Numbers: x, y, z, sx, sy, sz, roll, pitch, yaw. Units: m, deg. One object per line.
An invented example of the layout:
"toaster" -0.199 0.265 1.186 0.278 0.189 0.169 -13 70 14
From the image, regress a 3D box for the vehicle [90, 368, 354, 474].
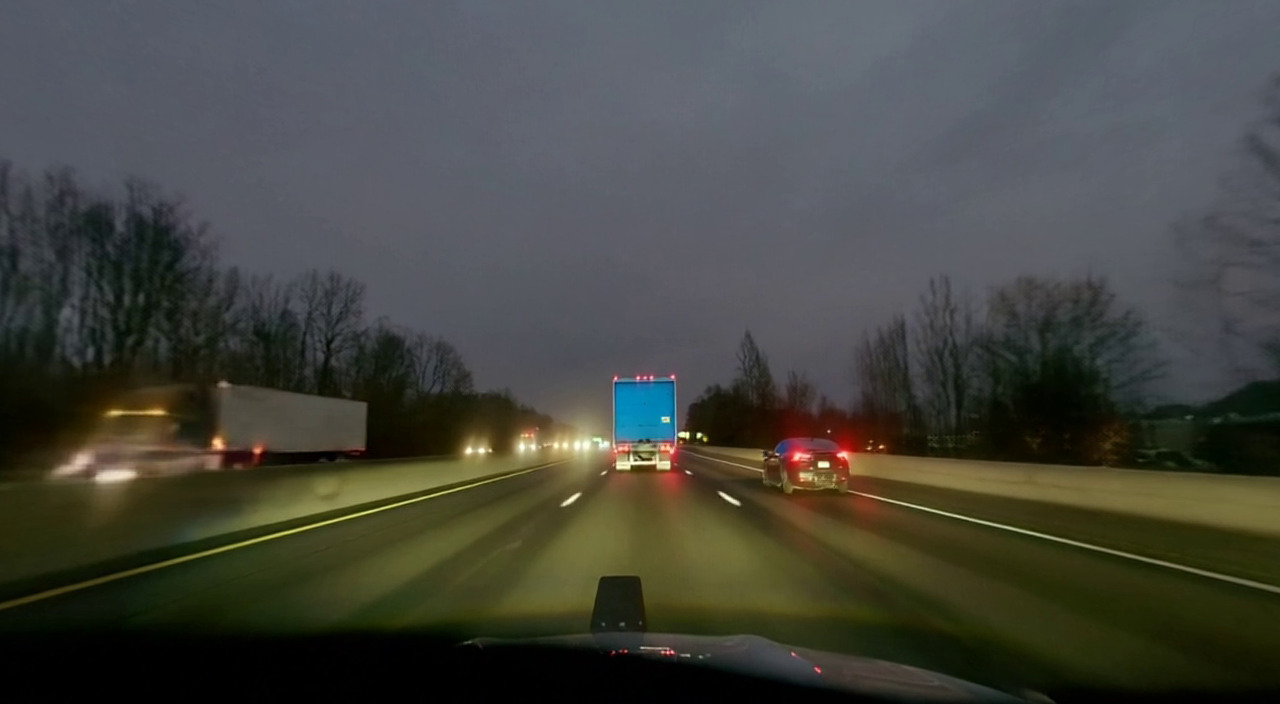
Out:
"vehicle" -21.049 4.074 34.294 2.994 4.401 16.665 0 -9 0

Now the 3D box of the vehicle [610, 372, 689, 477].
"vehicle" 0.363 3.535 29.333 3.010 4.039 10.481 0 -8 0

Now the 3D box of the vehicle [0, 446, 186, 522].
"vehicle" -12.671 2.879 14.243 1.811 1.445 3.854 0 -8 0
